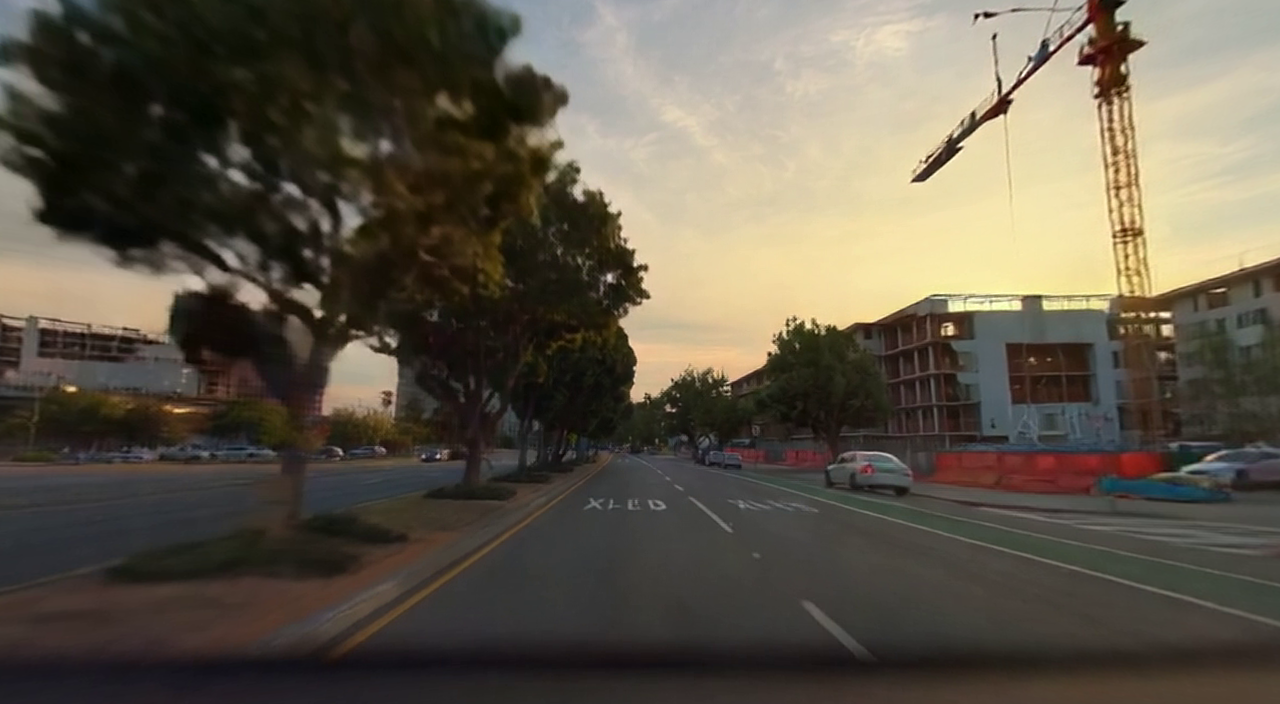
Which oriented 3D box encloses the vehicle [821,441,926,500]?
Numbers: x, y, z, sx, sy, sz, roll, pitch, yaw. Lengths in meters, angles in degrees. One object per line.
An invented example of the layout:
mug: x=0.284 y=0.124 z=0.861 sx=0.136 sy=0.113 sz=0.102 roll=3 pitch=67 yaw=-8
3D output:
vehicle: x=8.153 y=4.125 z=22.476 sx=2.080 sy=1.706 sz=4.392 roll=5 pitch=-9 yaw=1

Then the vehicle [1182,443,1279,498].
vehicle: x=21.051 y=3.926 z=21.191 sx=1.965 sy=1.690 sz=4.077 roll=0 pitch=-9 yaw=-1
